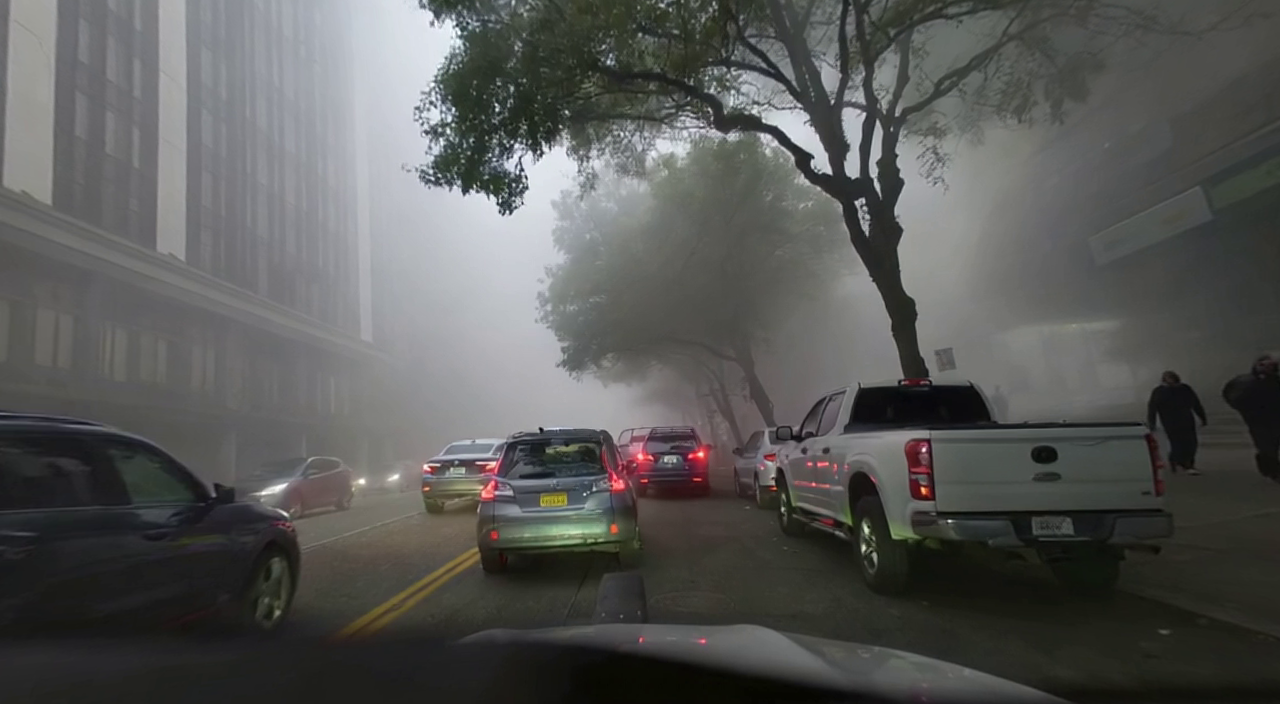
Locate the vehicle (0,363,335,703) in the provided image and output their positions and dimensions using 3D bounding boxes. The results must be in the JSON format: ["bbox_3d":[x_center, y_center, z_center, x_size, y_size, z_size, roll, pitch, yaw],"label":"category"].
[{"bbox_3d":[-3.791,1.063,3.368,2.000,1.818,4.668,0,-8,0],"label":"vehicle"}]

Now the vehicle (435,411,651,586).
[{"bbox_3d":[-0.922,1.714,8.160,2.076,1.667,3.948,0,-8,0],"label":"vehicle"}]

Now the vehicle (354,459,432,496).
[{"bbox_3d":[-12.306,6.257,31.819,2.071,1.505,4.479,-2,-8,1],"label":"vehicle"}]

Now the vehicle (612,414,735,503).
[{"bbox_3d":[1.075,2.753,16.689,2.352,1.953,4.798,-2,-9,14],"label":"vehicle"}]

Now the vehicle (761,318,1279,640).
[{"bbox_3d":[3.004,1.179,6.763,2.225,2.070,5.264,0,-8,-1],"label":"vehicle"}]
